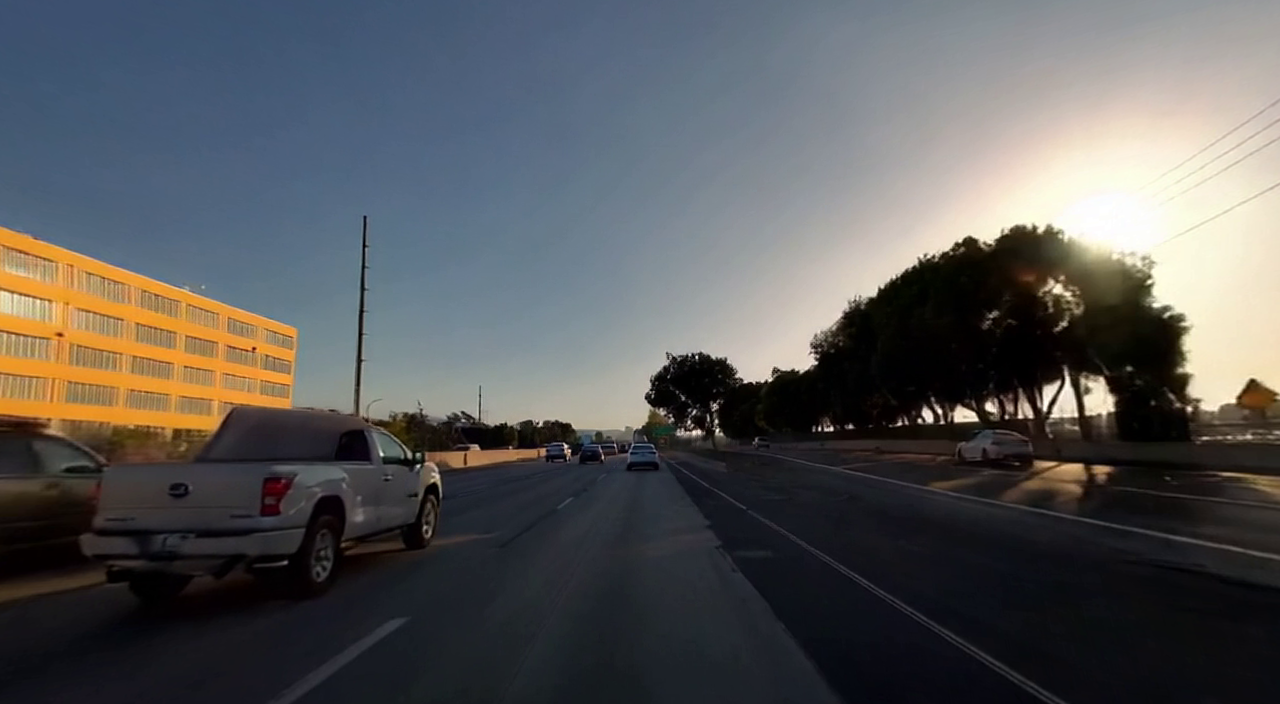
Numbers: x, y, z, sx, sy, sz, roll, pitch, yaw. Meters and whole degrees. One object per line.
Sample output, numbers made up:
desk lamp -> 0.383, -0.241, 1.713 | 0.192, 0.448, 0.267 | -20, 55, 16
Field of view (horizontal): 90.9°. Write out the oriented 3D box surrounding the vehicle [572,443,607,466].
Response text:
vehicle -> -3.555, 7.260, 44.997 | 2.059, 1.508, 4.662 | 0, -8, 0

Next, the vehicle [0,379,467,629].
vehicle -> -3.904, 1.512, 7.356 | 2.250, 1.872, 5.038 | -1, -8, 1

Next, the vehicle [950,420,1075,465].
vehicle -> 13.620, 3.351, 23.442 | 1.966, 1.484, 4.610 | -1, -8, 3

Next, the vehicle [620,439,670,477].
vehicle -> 0.211, 4.717, 28.339 | 2.107, 1.538, 3.999 | 0, -8, 0
